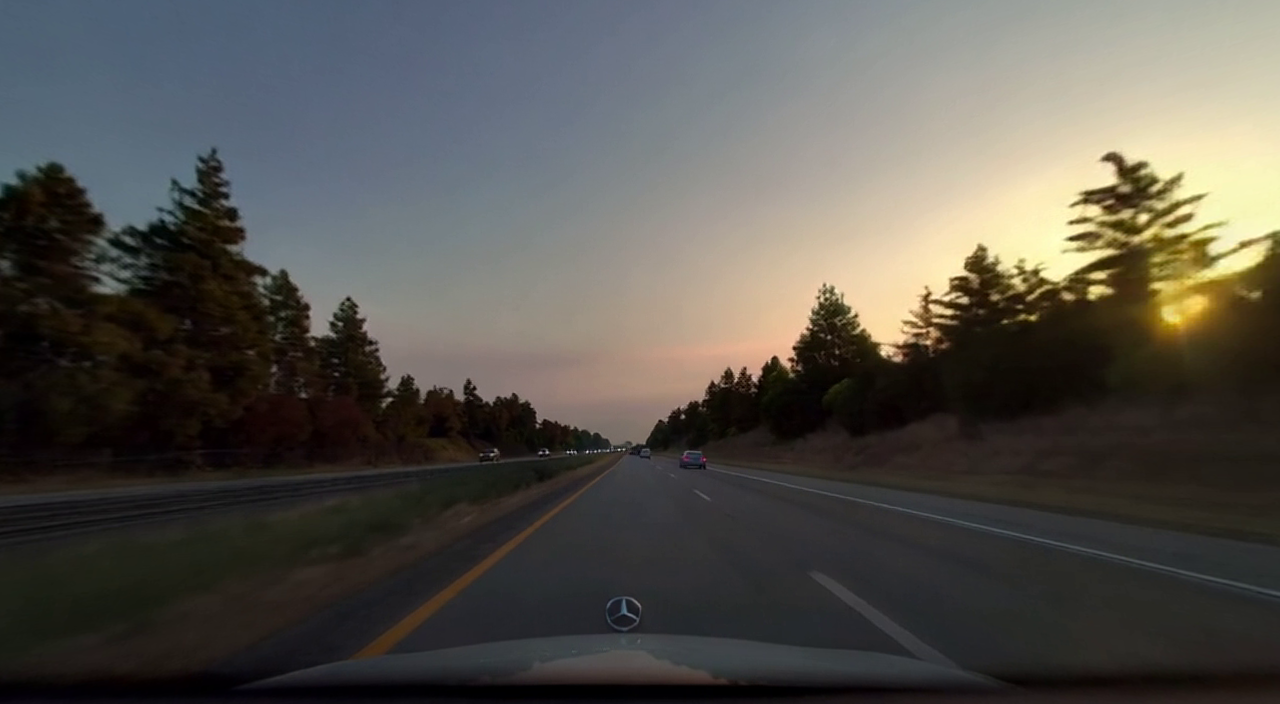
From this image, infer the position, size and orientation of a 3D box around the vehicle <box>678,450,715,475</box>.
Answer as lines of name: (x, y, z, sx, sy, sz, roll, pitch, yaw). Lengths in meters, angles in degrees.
vehicle: (3.490, 6.858, 39.362, 1.870, 1.486, 3.858, 0, -9, -1)
